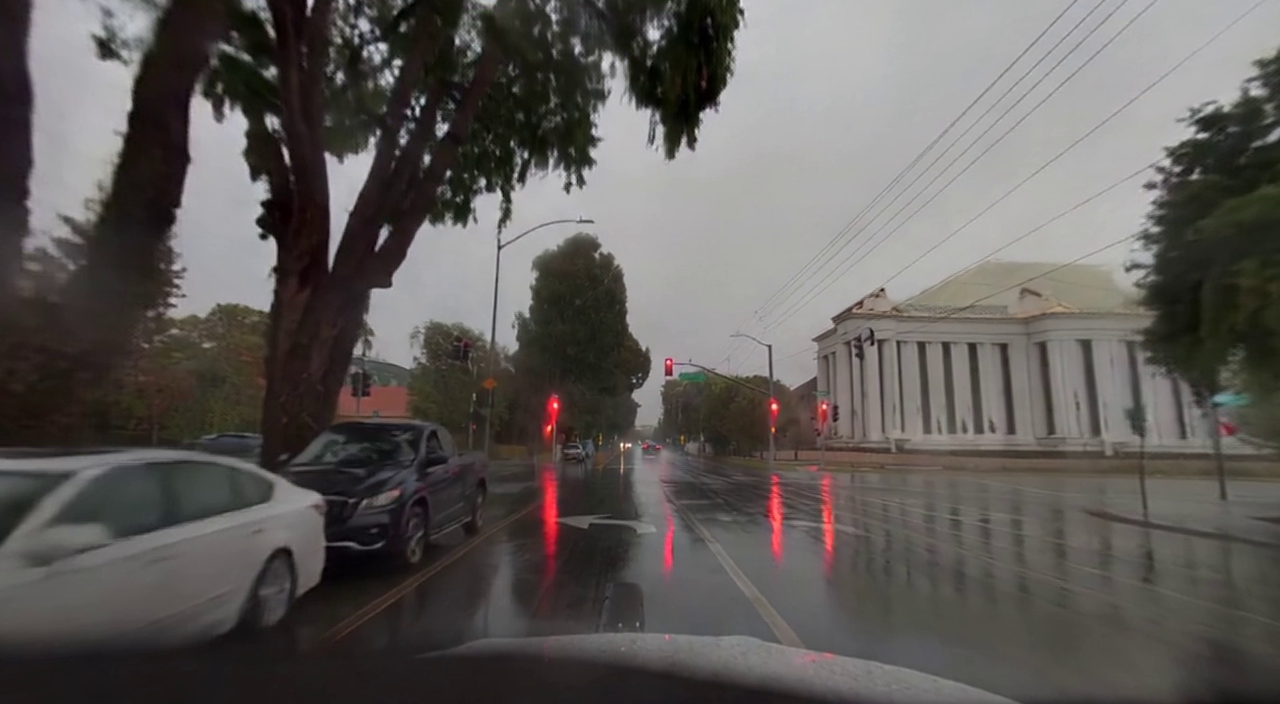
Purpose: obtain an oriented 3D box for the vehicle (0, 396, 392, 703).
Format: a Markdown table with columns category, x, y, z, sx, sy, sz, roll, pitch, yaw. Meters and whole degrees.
| category | x | y | z | sx | sy | sz | roll | pitch | yaw |
| --- | --- | --- | --- | --- | --- | --- | --- | --- | --- |
| vehicle | -3.476 | 1.188 | 4.084 | 1.855 | 1.534 | 4.644 | 0 | -9 | 0 |
